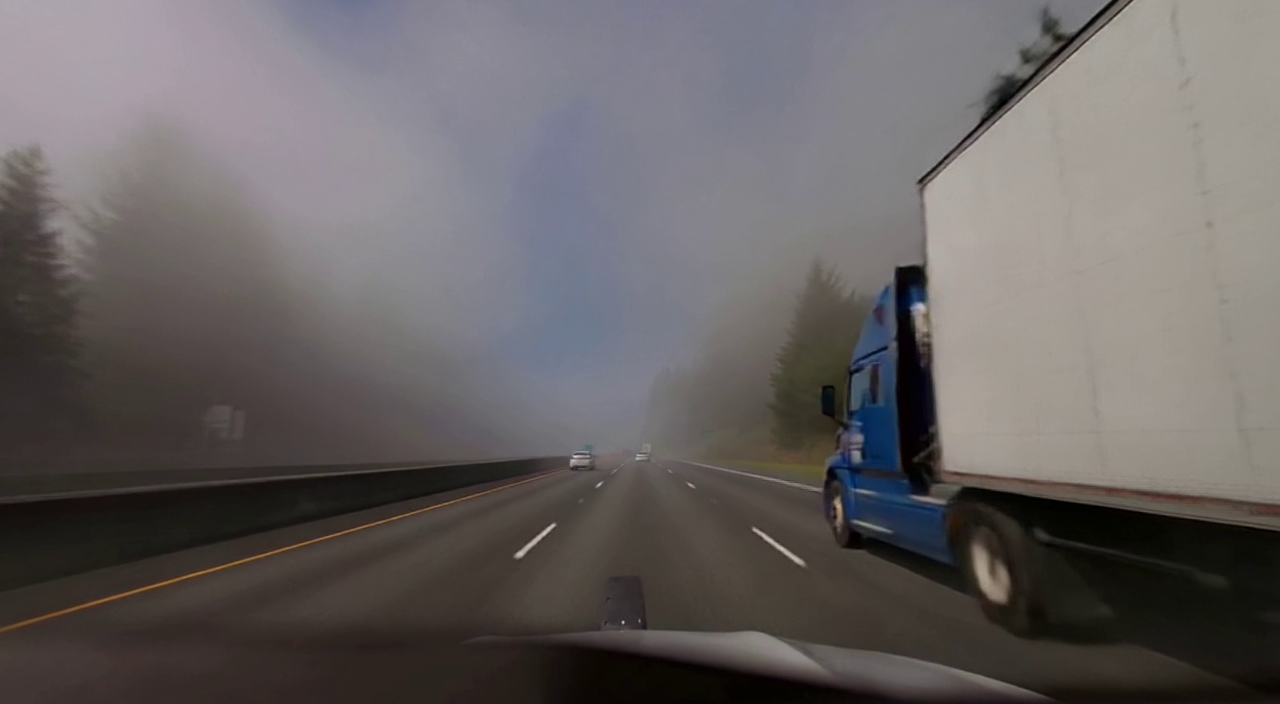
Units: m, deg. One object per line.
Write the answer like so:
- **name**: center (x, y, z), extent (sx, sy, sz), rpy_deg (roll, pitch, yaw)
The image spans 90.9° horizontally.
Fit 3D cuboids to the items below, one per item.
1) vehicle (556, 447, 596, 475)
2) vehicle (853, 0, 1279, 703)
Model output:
- **vehicle**: center (-3.709, 6.383, 37.039), extent (1.918, 1.510, 4.006), rpy_deg (0, -9, 0)
- **vehicle**: center (4.229, -0.641, 0.563), extent (3.025, 4.005, 14.010), rpy_deg (0, -9, -1)
